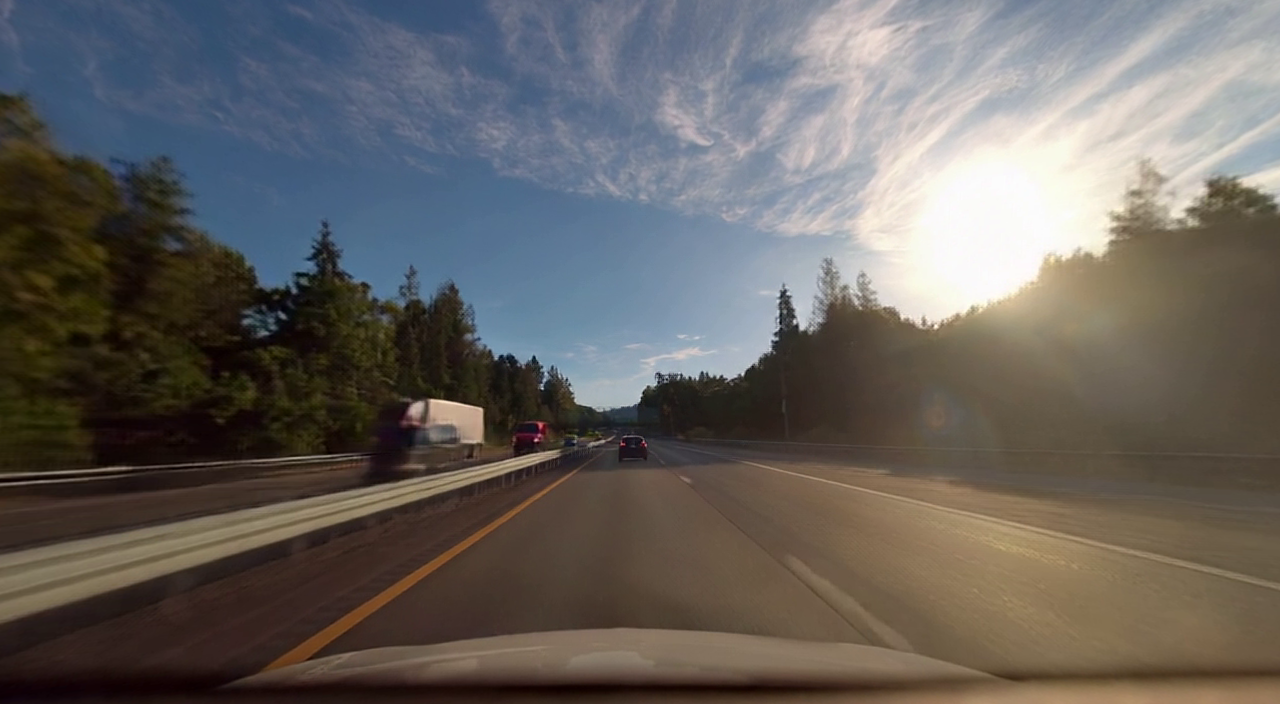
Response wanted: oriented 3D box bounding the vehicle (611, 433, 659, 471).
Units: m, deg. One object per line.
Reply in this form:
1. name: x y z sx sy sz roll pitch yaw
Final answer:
1. vehicle: -0.252 4.152 26.481 1.897 1.479 3.724 0 -8 -2

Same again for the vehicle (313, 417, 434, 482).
1. vehicle: -9.341 3.450 22.637 2.141 2.026 5.060 0 -8 0
